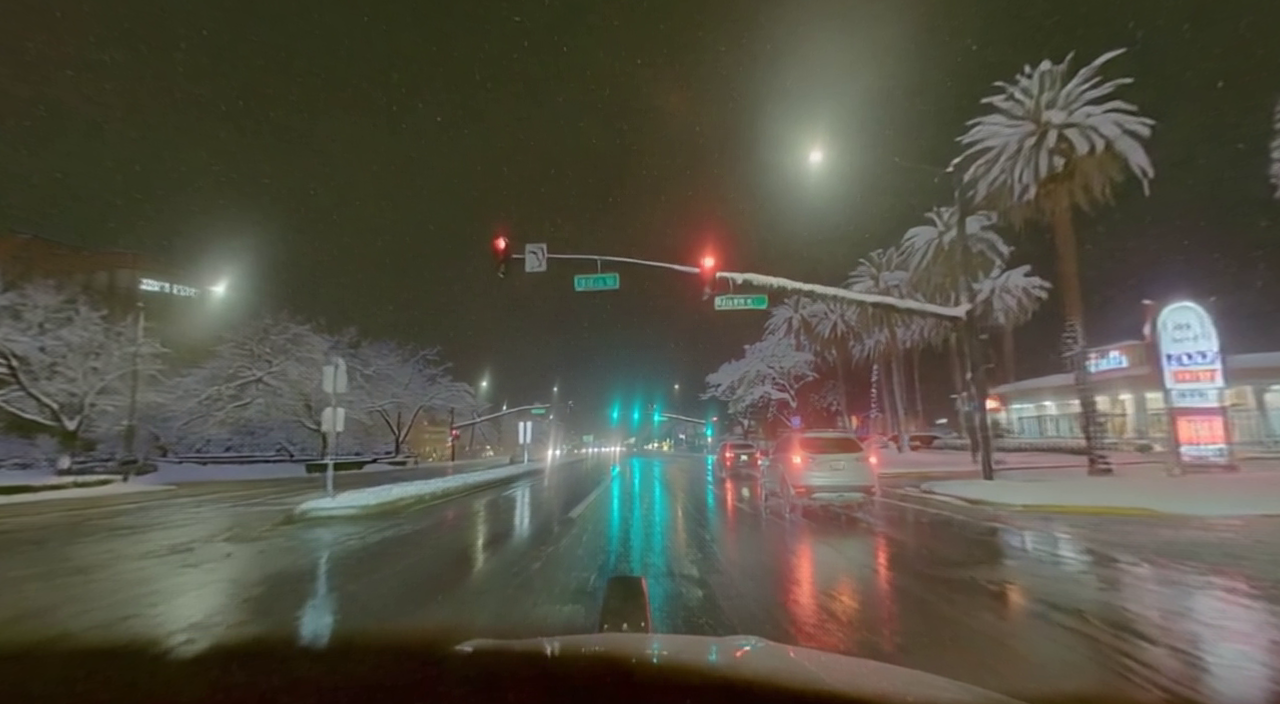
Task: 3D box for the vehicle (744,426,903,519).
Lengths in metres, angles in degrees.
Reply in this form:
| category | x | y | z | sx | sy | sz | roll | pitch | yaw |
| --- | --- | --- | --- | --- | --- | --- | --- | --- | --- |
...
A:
| category | x | y | z | sx | sy | sz | roll | pitch | yaw |
| --- | --- | --- | --- | --- | --- | --- | --- | --- | --- |
| vehicle | 3.431 | 2.329 | 12.698 | 1.931 | 1.534 | 4.126 | 0 | -8 | 0 |

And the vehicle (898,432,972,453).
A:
| category | x | y | z | sx | sy | sz | roll | pitch | yaw |
| --- | --- | --- | --- | --- | --- | --- | --- | --- | --- |
| vehicle | 22.040 | 6.790 | 47.160 | 4.532 | 1.477 | 1.914 | -1 | -8 | 3 |

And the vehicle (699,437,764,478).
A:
| category | x | y | z | sx | sy | sz | roll | pitch | yaw |
| --- | --- | --- | --- | --- | --- | --- | --- | --- | --- |
| vehicle | 3.542 | 4.199 | 25.331 | 1.870 | 1.467 | 4.800 | 0 | -8 | 0 |

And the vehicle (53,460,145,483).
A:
| category | x | y | z | sx | sy | sz | roll | pitch | yaw |
| --- | --- | --- | --- | --- | --- | --- | --- | --- | --- |
| vehicle | -37.758 | 8.353 | 44.050 | 4.648 | 1.484 | 1.908 | 0 | -8 | 0 |
